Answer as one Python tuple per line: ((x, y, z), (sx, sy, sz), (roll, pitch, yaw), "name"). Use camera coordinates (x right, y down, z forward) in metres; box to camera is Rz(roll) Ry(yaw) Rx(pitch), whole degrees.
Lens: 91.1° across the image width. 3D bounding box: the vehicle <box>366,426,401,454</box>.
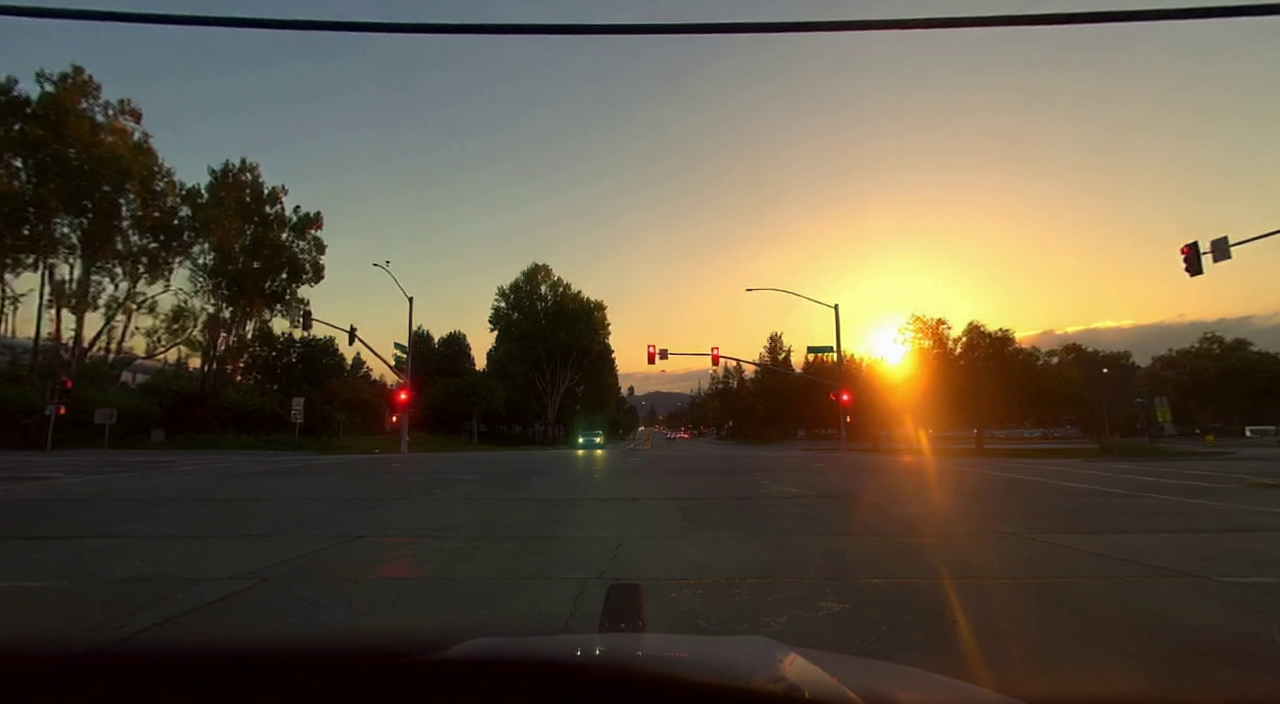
((-20.001, 6.861, 48.868), (1.873, 2.079, 2.879), (5, -10, -33), "vehicle")
